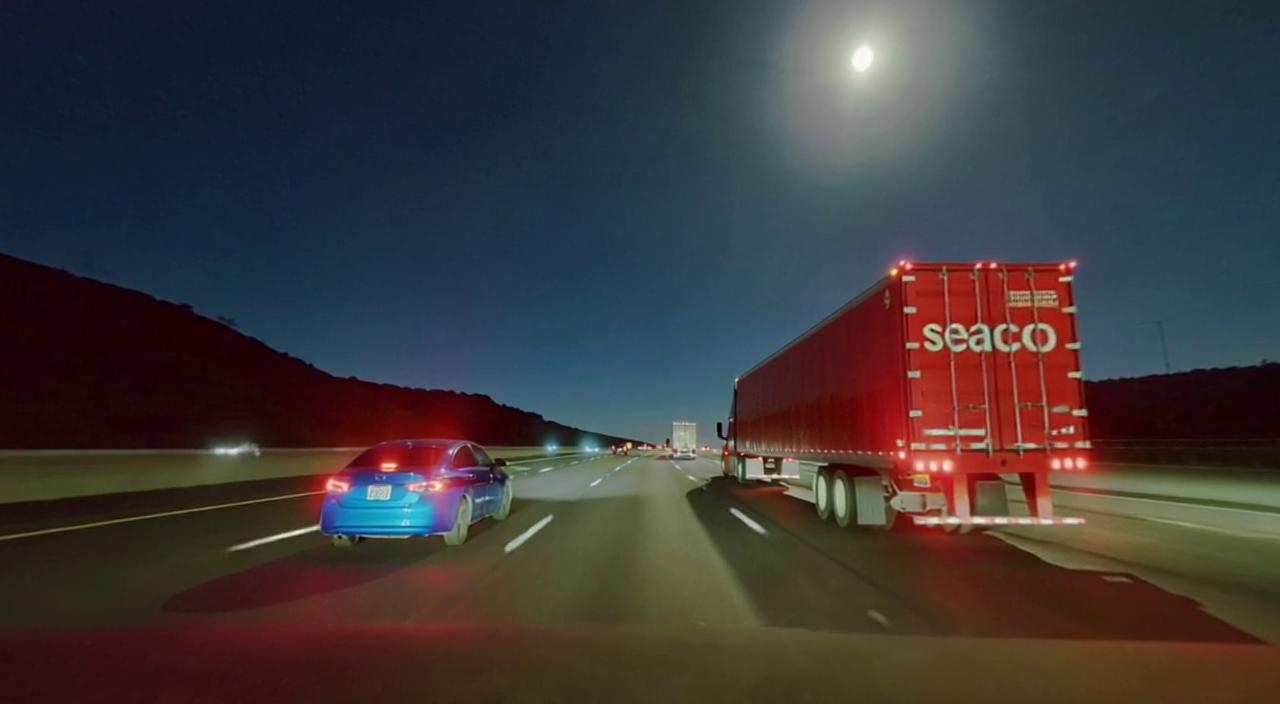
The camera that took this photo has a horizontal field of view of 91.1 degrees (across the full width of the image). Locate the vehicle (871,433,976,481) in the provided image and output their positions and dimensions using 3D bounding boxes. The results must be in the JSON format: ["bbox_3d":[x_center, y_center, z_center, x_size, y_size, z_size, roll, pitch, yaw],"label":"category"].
[{"bbox_3d":[11.154,4.165,25.126,2.062,1.736,4.589,0,-8,0],"label":"vehicle"}]

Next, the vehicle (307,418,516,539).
[{"bbox_3d":[-3.484,1.999,10.483,1.967,1.615,3.886,0,-8,1],"label":"vehicle"}]
